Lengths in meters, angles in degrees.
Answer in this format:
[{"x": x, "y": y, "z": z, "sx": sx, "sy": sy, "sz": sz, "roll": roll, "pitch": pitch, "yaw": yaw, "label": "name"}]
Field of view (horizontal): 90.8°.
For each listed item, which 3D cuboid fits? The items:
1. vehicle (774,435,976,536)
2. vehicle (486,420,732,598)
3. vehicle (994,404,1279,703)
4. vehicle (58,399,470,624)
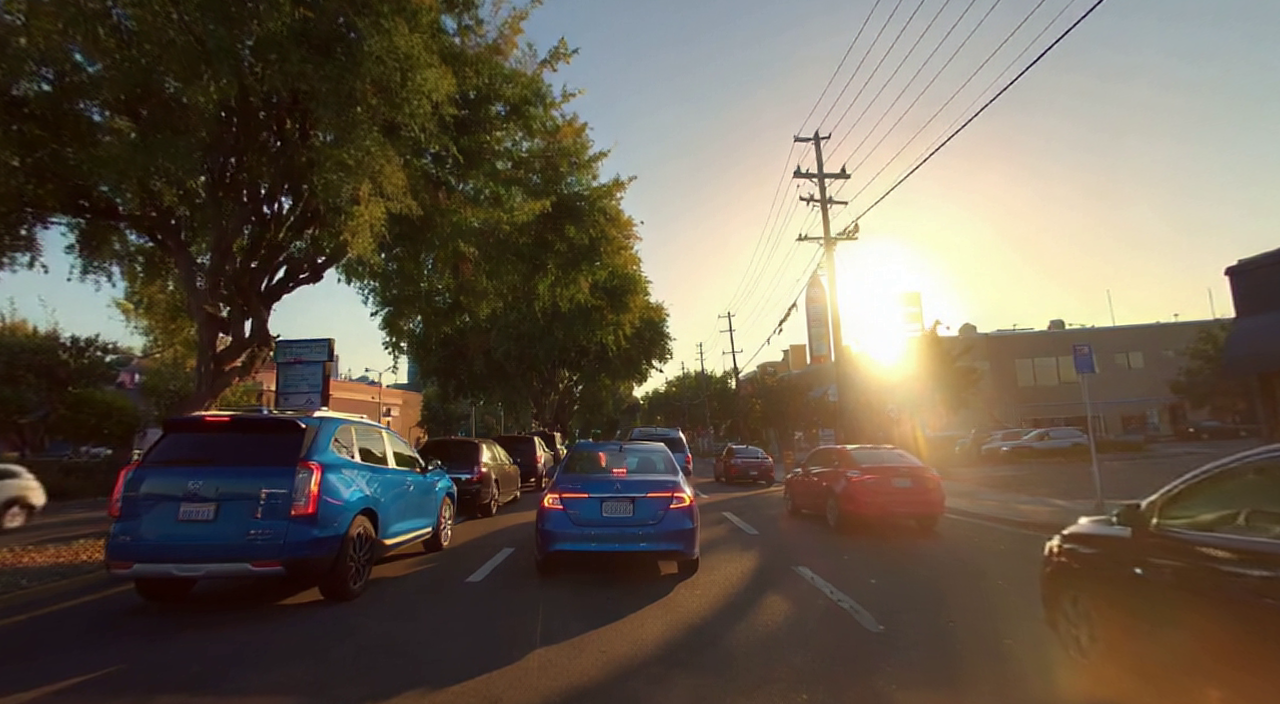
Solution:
[{"x": 3.918, "y": 2.289, "z": 11.503, "sx": 1.909, "sy": 1.473, "sz": 4.361, "roll": 0, "pitch": -9, "yaw": -1, "label": "vehicle"}, {"x": -0.320, "y": 1.633, "z": 7.396, "sx": 2.097, "sy": 1.511, "sz": 3.809, "roll": 0, "pitch": -9, "yaw": -2, "label": "vehicle"}, {"x": 3.618, "y": 0.926, "z": 2.368, "sx": 1.929, "sy": 1.479, "sz": 4.723, "roll": 0, "pitch": -9, "yaw": 1, "label": "vehicle"}, {"x": -3.433, "y": 1.527, "z": 6.999, "sx": 1.979, "sy": 1.697, "sz": 4.254, "roll": 0, "pitch": -9, "yaw": -1, "label": "vehicle"}]
